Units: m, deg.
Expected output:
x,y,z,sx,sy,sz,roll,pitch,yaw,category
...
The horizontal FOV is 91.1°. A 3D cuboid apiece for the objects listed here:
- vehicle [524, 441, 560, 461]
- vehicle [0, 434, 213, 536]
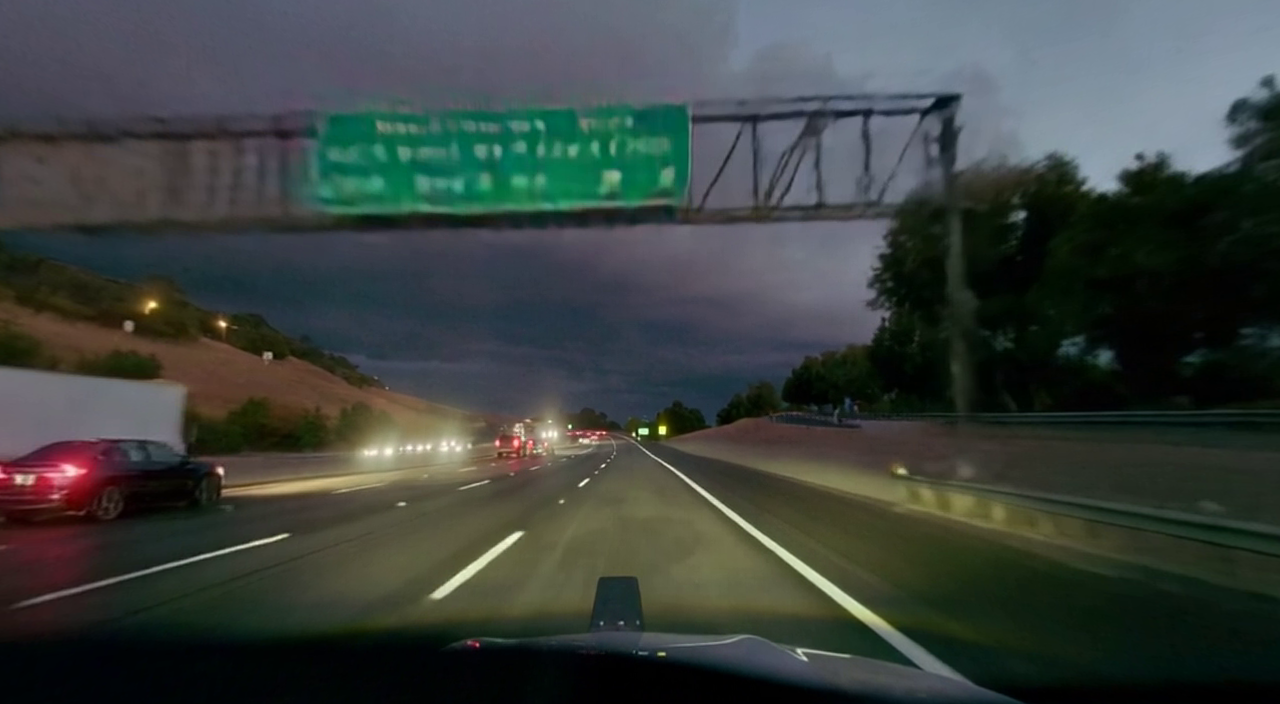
x,y,z,sx,sy,sz,roll,pitch,yaw,category
-7.643,7.723,49.160,2.113,1.507,4.450,0,-8,0,vehicle
-11.052,2.476,12.397,2.001,1.625,4.528,0,-8,0,vehicle
